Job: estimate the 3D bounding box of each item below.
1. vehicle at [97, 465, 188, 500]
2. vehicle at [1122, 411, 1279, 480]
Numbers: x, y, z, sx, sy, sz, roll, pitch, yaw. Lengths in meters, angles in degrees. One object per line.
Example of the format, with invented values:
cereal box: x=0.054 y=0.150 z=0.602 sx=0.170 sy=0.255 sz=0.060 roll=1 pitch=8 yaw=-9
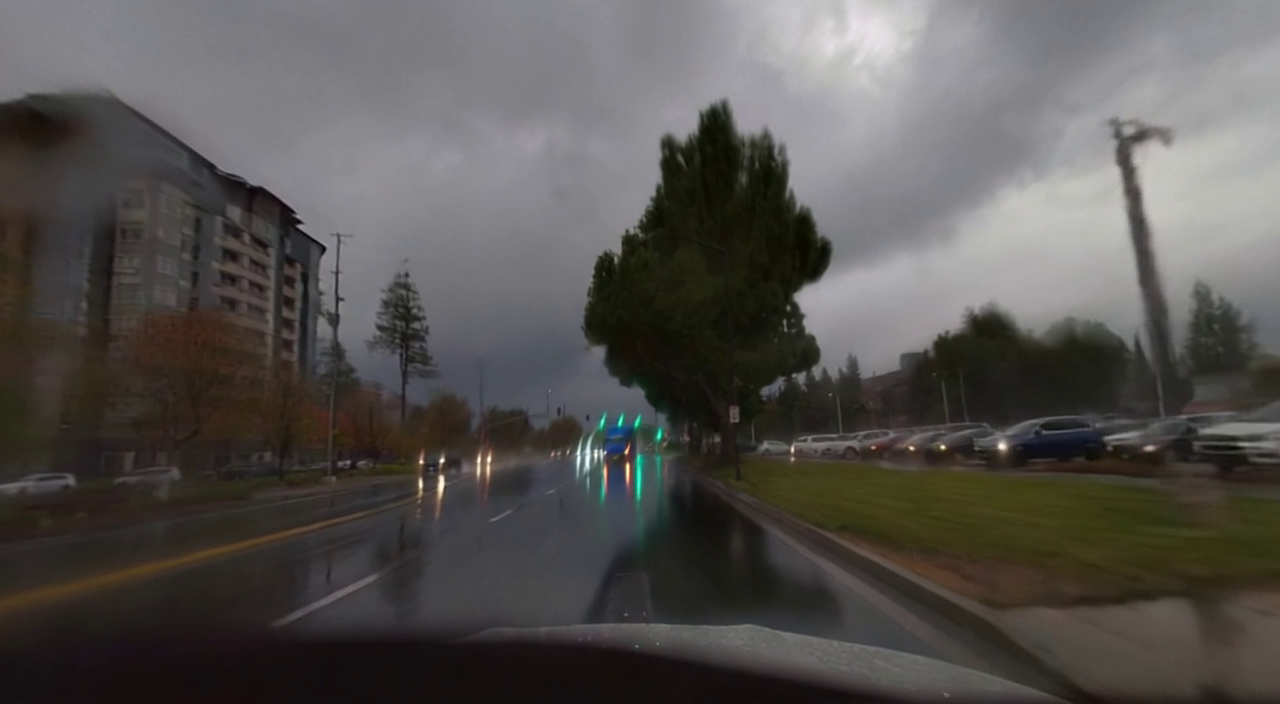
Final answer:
vehicle: x=-30.260 y=7.929 z=38.518 sx=1.967 sy=1.877 sz=4.256 roll=0 pitch=-9 yaw=0
vehicle: x=15.939 y=2.569 z=17.319 sx=3.917 sy=1.737 sz=1.922 roll=1 pitch=-9 yaw=-8
